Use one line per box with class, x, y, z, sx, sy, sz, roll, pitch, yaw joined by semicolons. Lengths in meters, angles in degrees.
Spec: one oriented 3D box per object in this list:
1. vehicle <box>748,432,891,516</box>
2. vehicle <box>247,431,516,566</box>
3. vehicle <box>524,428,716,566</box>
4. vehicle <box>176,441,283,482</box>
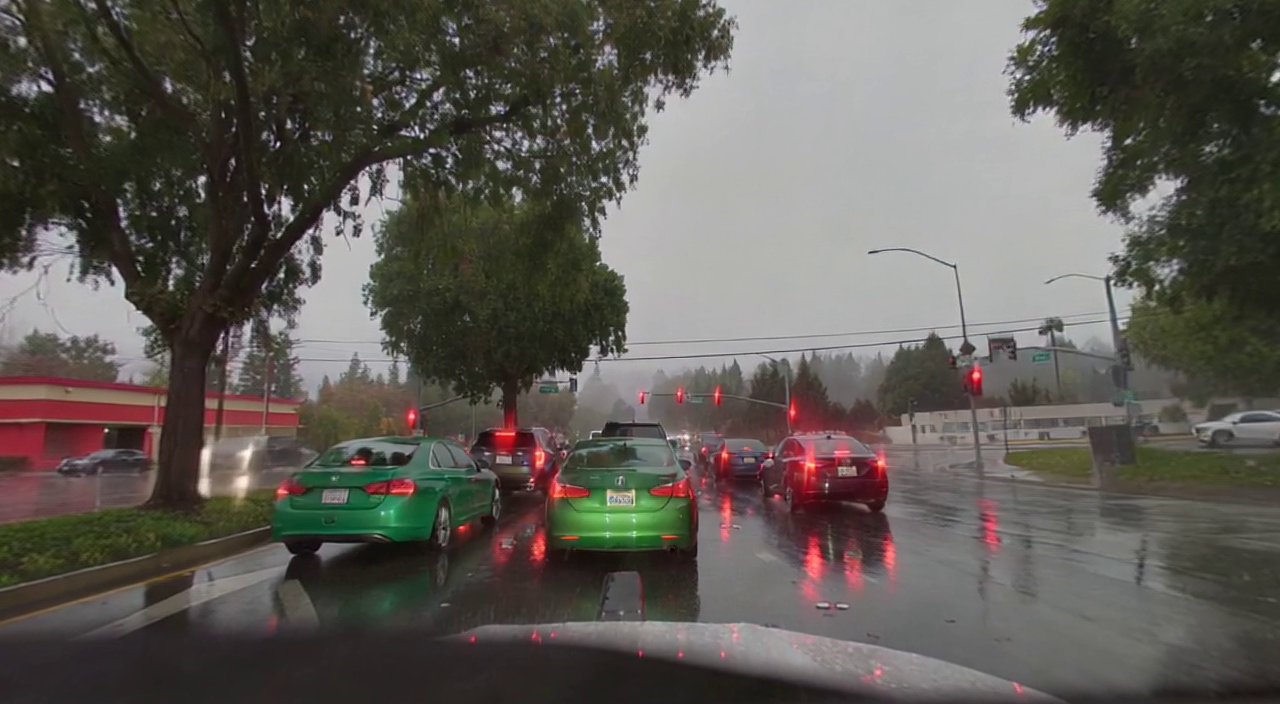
vehicle;3.536;2.467;13.266;1.880;1.476;3.932;0;-8;1
vehicle;-3.211;1.887;8.934;1.917;1.441;4.128;-1;-8;2
vehicle;-0.222;1.830;8.698;2.041;1.450;3.847;0;-8;0
vehicle;-18.083;4.802;28.139;2.094;1.654;4.786;1;-8;-8
